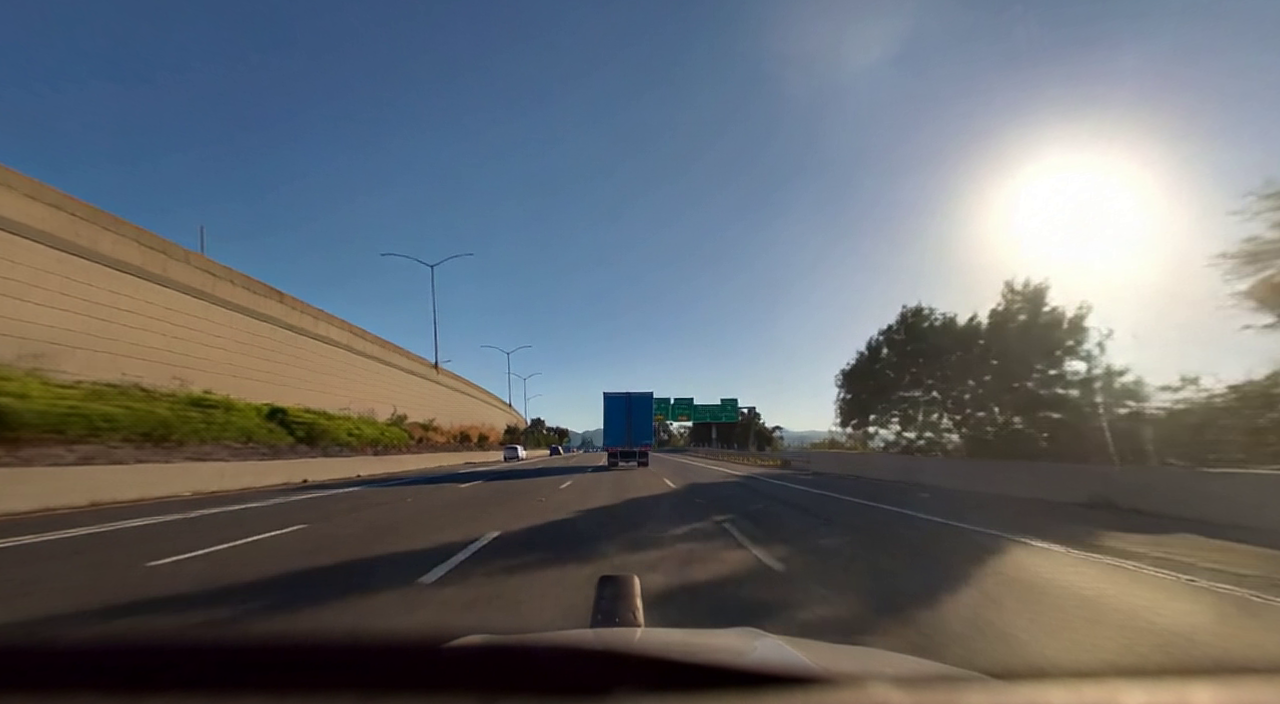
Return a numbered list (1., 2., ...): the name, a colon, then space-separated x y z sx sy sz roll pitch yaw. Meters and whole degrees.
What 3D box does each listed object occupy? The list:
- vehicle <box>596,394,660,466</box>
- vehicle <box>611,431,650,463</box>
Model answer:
1. vehicle: -0.657 4.847 37.845 3.233 3.678 11.032 1 -9 -1
2. vehicle: -0.546 5.273 35.234 2.052 1.666 4.358 0 -8 -2
